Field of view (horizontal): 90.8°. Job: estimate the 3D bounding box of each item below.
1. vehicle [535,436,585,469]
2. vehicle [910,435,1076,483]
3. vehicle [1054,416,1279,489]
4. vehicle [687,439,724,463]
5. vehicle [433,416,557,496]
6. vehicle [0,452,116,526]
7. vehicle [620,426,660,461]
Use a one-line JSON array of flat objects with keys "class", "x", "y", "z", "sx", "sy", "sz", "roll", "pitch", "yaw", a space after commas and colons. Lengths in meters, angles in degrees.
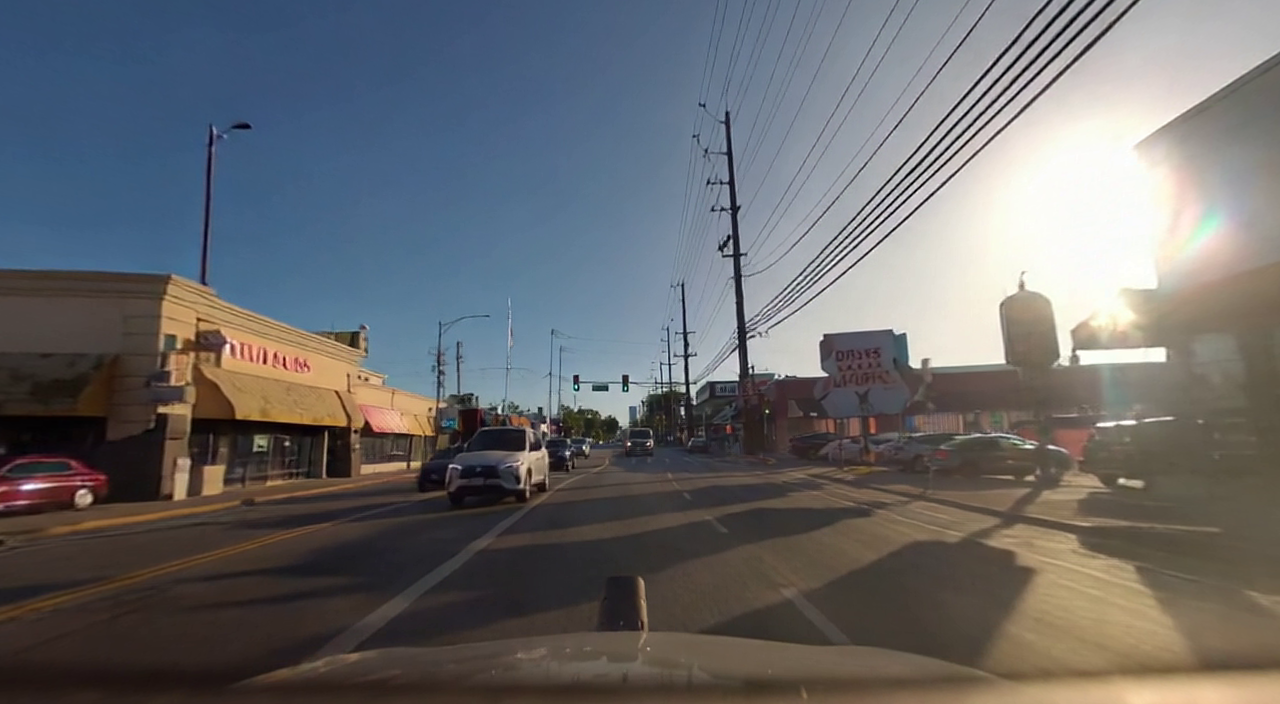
[{"class": "vehicle", "x": -4.140, "y": 5.285, "z": 33.338, "sx": 2.033, "sy": 1.572, "sz": 4.939, "roll": 0, "pitch": -8, "yaw": -1}, {"class": "vehicle", "x": 11.372, "y": 3.467, "z": 20.604, "sx": 4.238, "sy": 1.464, "sz": 1.862, "roll": -1, "pitch": -9, "yaw": 2}, {"class": "vehicle", "x": 14.997, "y": 2.806, "z": 17.692, "sx": 5.307, "sy": 1.877, "sz": 2.052, "roll": 0, "pitch": -8, "yaw": -1}, {"class": "vehicle", "x": 4.245, "y": 6.508, "z": 41.612, "sx": 1.926, "sy": 1.482, "sz": 4.442, "roll": 0, "pitch": -8, "yaw": 0}, {"class": "vehicle", "x": -3.888, "y": 2.941, "z": 18.133, "sx": 2.277, "sy": 1.904, "sz": 5.583, "roll": 0, "pitch": -8, "yaw": 0}, {"class": "vehicle", "x": -14.289, "y": 2.944, "z": 13.627, "sx": 1.960, "sy": 1.503, "sz": 4.505, "roll": -1, "pitch": -8, "yaw": 3}, {"class": "vehicle", "x": 0.003, "y": 6.620, "z": 45.651, "sx": 2.683, "sy": 2.295, "sz": 6.404, "roll": 0, "pitch": -8, "yaw": 1}]
